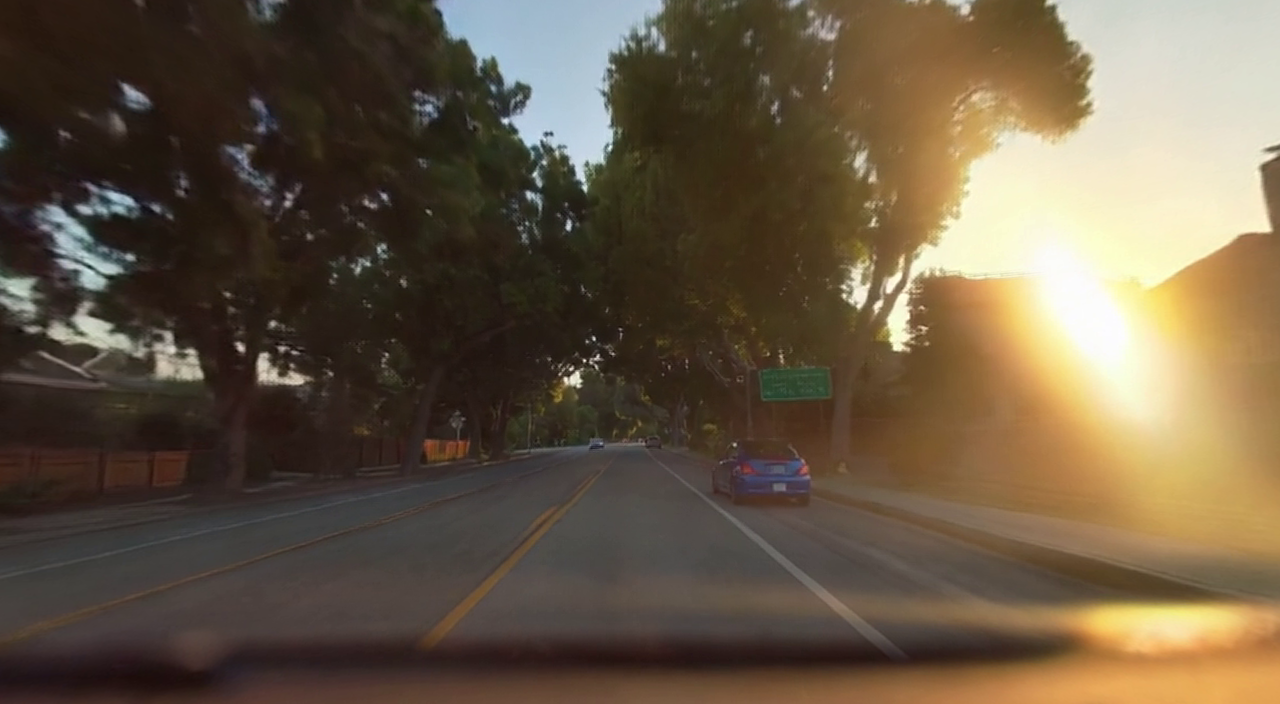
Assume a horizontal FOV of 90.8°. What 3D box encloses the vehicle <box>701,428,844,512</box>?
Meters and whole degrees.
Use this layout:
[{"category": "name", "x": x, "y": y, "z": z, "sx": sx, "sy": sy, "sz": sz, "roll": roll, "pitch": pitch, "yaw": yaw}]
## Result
[{"category": "vehicle", "x": 2.560, "y": 2.385, "z": 13.315, "sx": 1.991, "sy": 1.476, "sz": 4.153, "roll": 0, "pitch": -8, "yaw": -2}]
